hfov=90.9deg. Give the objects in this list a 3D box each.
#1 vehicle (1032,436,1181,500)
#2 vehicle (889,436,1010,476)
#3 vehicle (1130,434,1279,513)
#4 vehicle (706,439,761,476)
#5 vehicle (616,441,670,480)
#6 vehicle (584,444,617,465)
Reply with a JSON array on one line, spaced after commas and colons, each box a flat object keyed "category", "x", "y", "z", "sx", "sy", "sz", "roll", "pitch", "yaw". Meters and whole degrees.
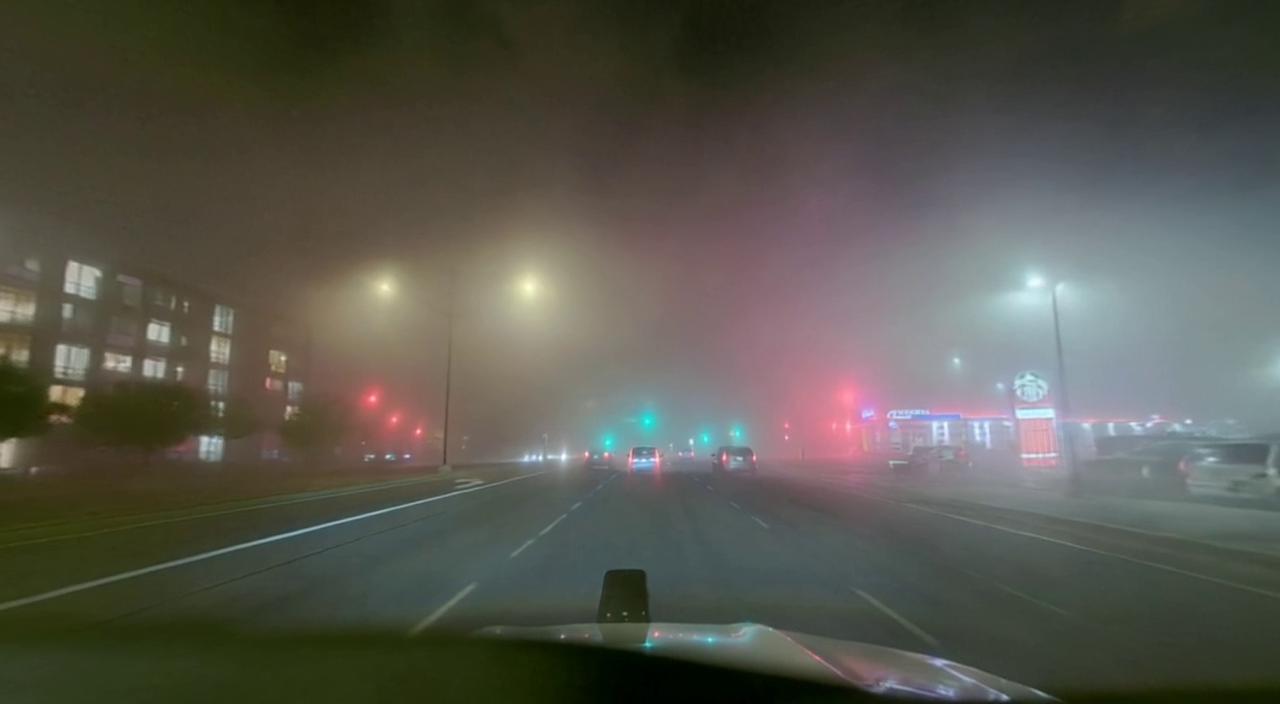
[{"category": "vehicle", "x": 14.073, "y": 3.401, "z": 18.948, "sx": 4.654, "sy": 1.692, "sz": 1.955, "roll": 6, "pitch": -10, "yaw": -33}, {"category": "vehicle", "x": 15.044, "y": 5.082, "z": 30.853, "sx": 4.775, "sy": 1.728, "sz": 1.996, "roll": -2, "pitch": -9, "yaw": 0}, {"category": "vehicle", "x": 14.289, "y": 2.922, "z": 15.689, "sx": 4.361, "sy": 1.682, "sz": 1.978, "roll": 6, "pitch": -11, "yaw": -35}, {"category": "vehicle", "x": 4.569, "y": 5.227, "z": 31.428, "sx": 2.007, "sy": 1.683, "sz": 4.171, "roll": 0, "pitch": -9, "yaw": -1}, {"category": "vehicle", "x": 0.140, "y": 4.514, "z": 26.432, "sx": 2.059, "sy": 1.477, "sz": 3.988, "roll": 0, "pitch": -9, "yaw": 1}, {"category": "vehicle", "x": -2.875, "y": 7.639, "z": 47.176, "sx": 2.029, "sy": 1.482, "sz": 4.591, "roll": 0, "pitch": -9, "yaw": 2}]
